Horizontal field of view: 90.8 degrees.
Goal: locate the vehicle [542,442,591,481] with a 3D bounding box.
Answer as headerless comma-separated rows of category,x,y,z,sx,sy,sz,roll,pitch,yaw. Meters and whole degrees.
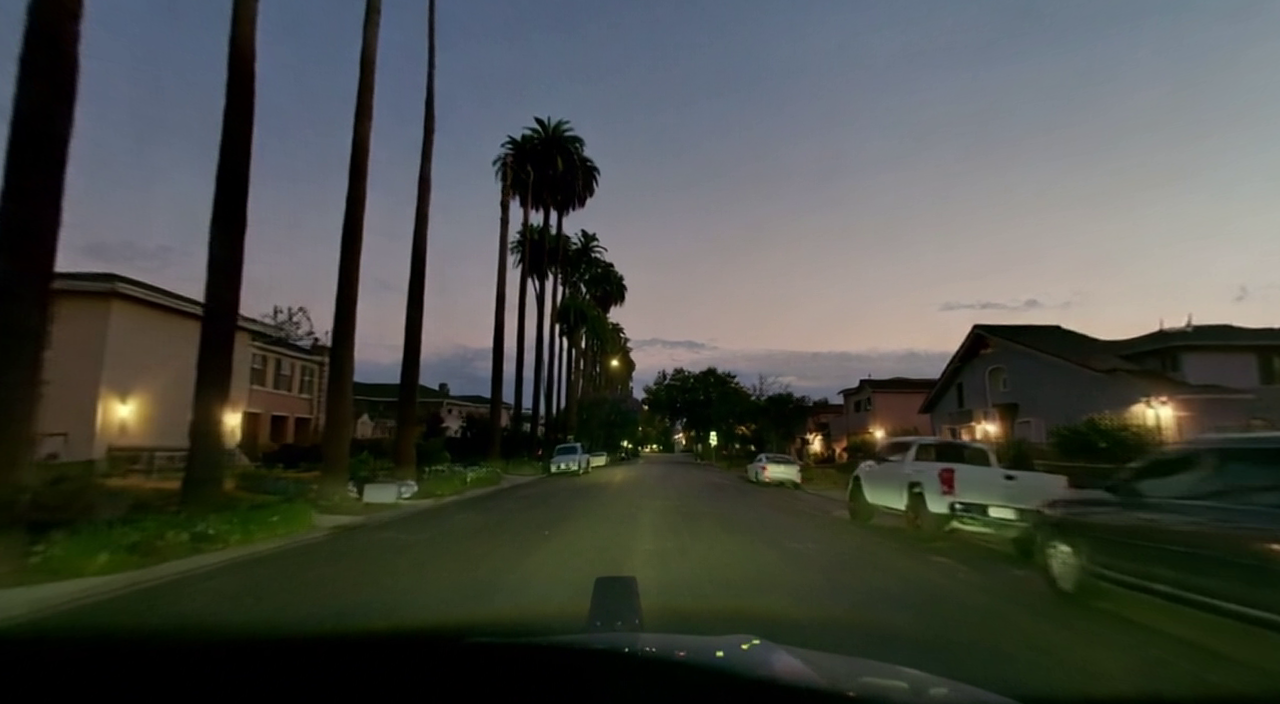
vehicle,-3.900,5.890,34.292,2.149,1.877,5.082,-2,-9,-1

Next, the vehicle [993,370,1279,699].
vehicle,4.590,1.110,3.829,2.166,1.766,5.186,3,-9,3

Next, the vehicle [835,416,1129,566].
vehicle,5.124,2.160,10.644,2.131,1.824,5.229,1,-9,1

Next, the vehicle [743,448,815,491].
vehicle,5.475,4.665,25.419,2.056,1.464,4.493,2,-9,2

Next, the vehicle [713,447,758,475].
vehicle,5.633,6.472,37.761,1.991,1.554,4.501,0,-9,0
